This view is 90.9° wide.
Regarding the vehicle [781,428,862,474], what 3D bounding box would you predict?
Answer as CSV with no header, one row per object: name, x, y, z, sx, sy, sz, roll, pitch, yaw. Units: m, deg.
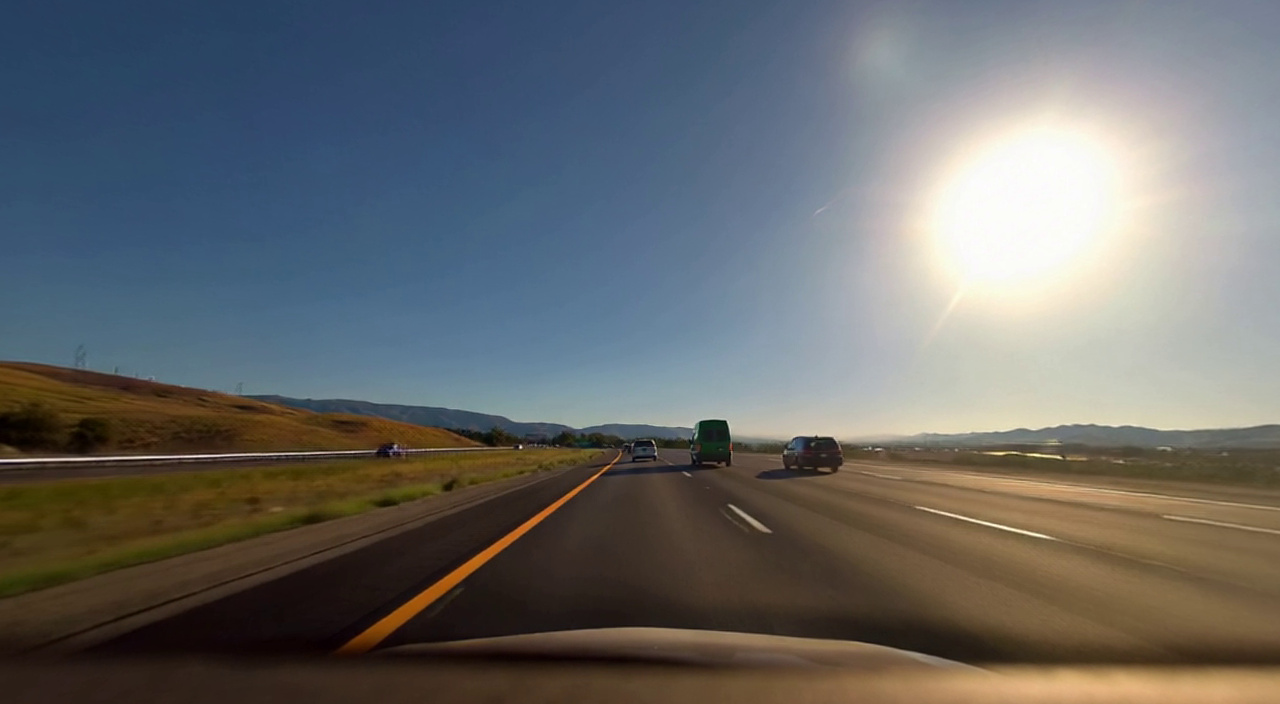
vehicle,8.188,4.534,29.019,2.240,1.925,4.854,0,-8,-1

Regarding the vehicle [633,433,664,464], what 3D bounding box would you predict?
vehicle,0.548,6.961,45.571,2.131,2.122,4.473,0,-8,0

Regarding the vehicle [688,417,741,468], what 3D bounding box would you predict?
vehicle,4.157,5.240,36.460,2.302,2.670,6.176,0,-8,0
